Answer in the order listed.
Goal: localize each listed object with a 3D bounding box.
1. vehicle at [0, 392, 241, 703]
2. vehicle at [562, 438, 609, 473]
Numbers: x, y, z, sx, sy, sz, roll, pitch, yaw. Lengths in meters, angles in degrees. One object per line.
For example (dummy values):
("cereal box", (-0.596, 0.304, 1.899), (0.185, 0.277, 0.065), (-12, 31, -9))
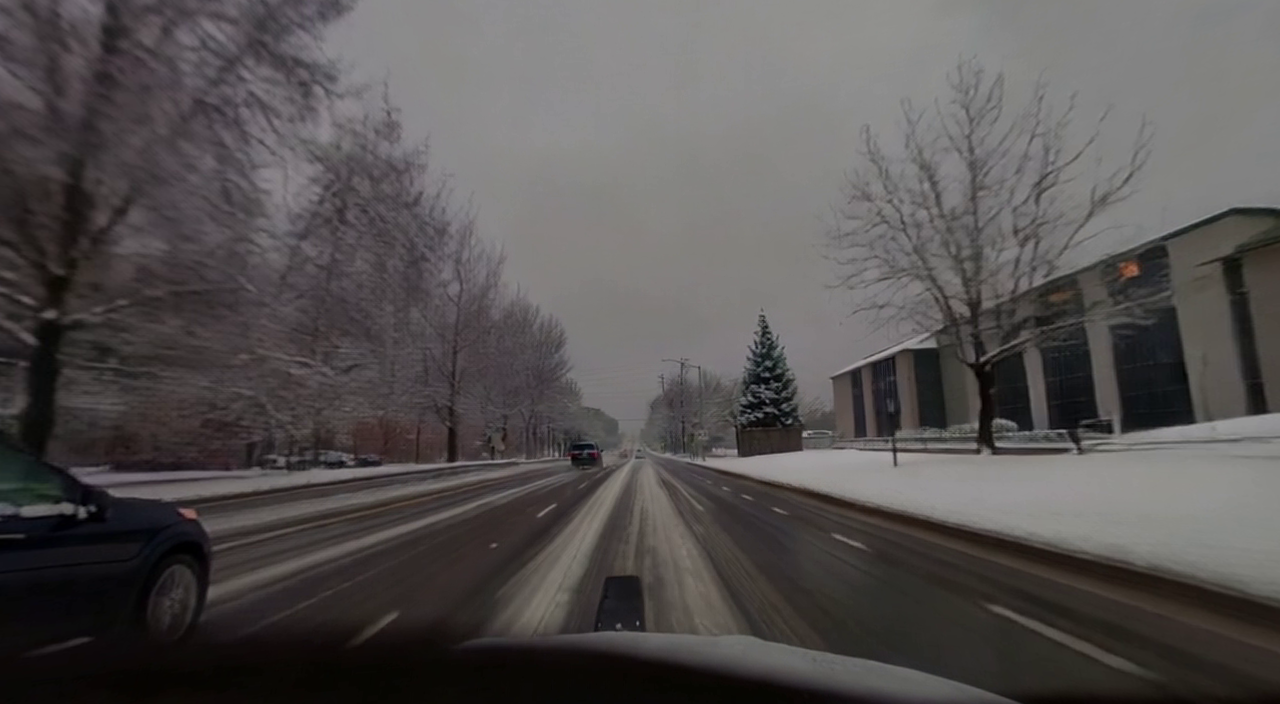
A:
("vehicle", (-3.812, 0.856, 2.221), (1.923, 1.528, 4.309), (0, -9, 1))
("vehicle", (-2.954, 5.768, 35.159), (2.112, 1.779, 4.489), (0, -9, 2))
